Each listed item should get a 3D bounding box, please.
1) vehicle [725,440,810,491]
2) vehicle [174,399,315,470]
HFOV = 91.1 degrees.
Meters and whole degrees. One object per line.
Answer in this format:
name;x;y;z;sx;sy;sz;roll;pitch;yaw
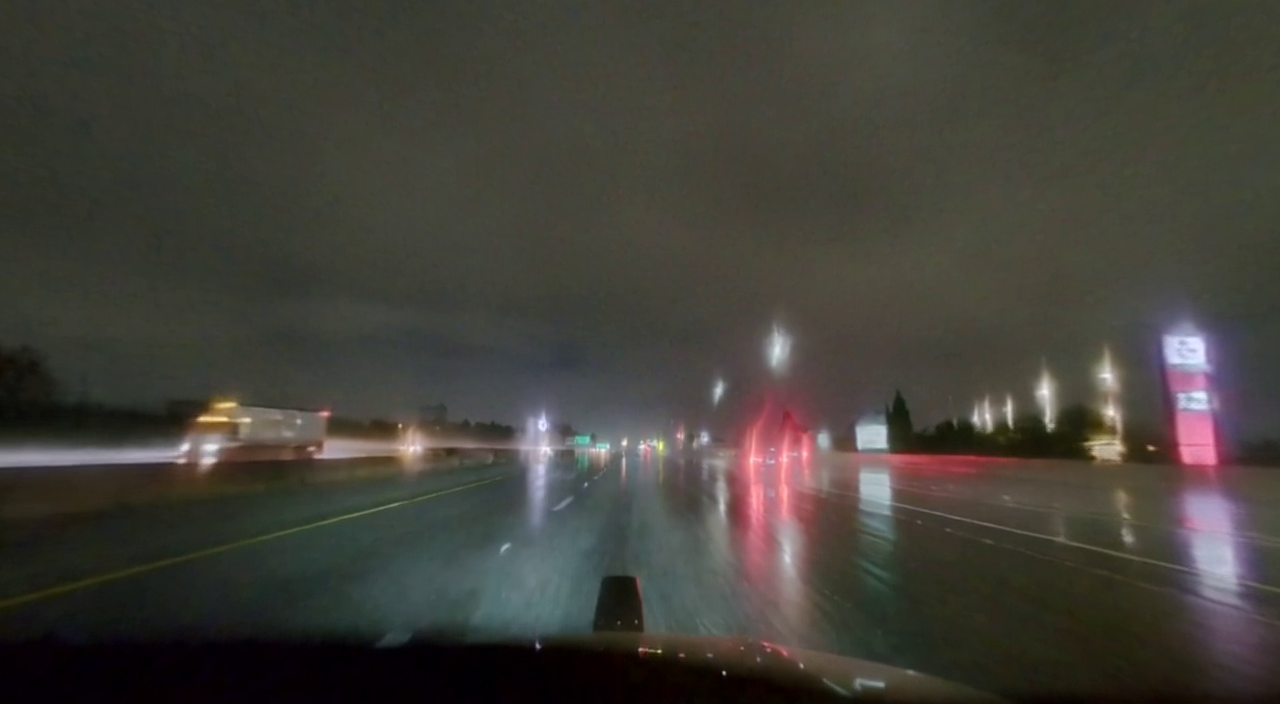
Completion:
vehicle;4.217;3.816;21.470;1.984;1.540;3.973;0;-9;-1
vehicle;-21.223;4.605;34.419;2.693;3.425;7.572;0;-9;0
